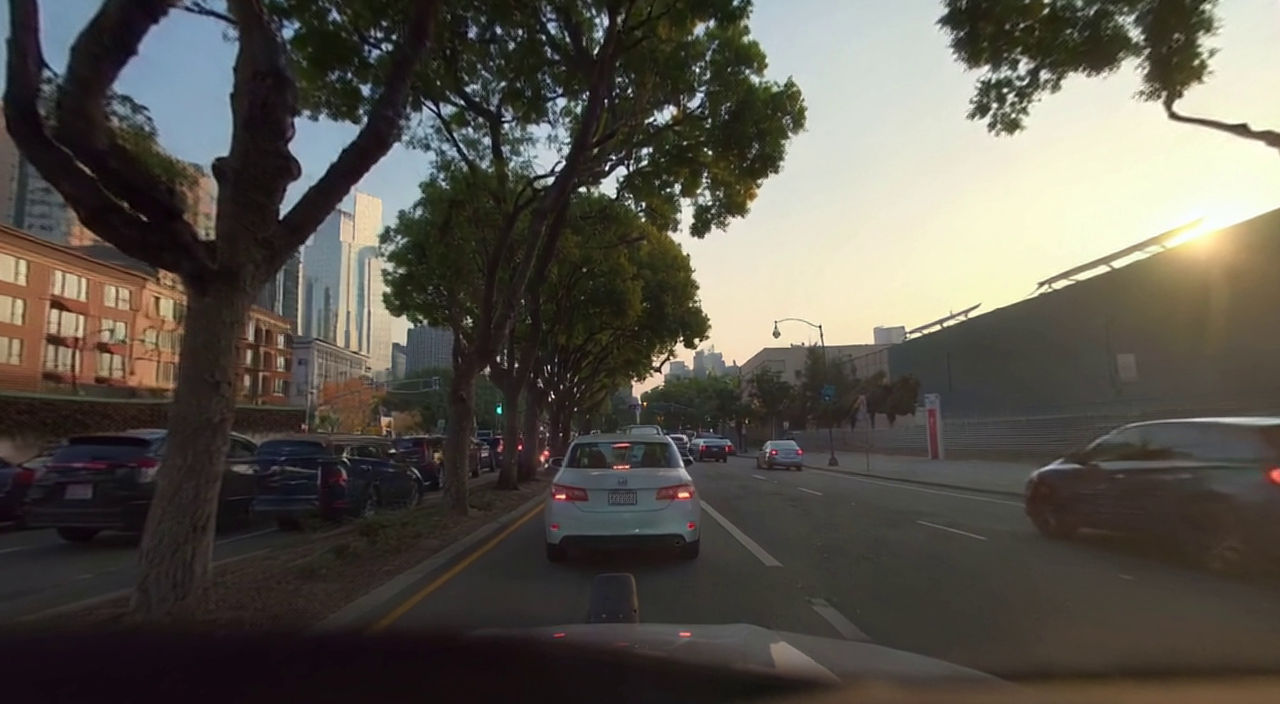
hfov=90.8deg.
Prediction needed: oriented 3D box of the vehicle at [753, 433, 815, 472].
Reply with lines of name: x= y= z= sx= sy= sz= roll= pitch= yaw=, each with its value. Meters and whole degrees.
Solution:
vehicle: x=6.699 y=4.717 z=29.836 sx=1.889 sy=1.681 sz=4.120 roll=0 pitch=-9 yaw=-1

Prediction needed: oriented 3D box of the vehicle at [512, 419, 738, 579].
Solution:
vehicle: x=-0.182 y=1.732 z=8.236 sx=2.161 sy=1.501 sz=4.184 roll=0 pitch=-9 yaw=-1

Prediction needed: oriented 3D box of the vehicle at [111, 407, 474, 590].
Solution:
vehicle: x=-3.708 y=1.646 z=7.918 sx=2.009 sy=1.619 sz=4.376 roll=0 pitch=-9 yaw=1

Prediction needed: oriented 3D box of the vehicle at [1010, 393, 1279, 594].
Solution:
vehicle: x=6.207 y=1.408 z=6.847 sx=1.895 sy=1.633 sz=4.030 roll=0 pitch=-9 yaw=0
